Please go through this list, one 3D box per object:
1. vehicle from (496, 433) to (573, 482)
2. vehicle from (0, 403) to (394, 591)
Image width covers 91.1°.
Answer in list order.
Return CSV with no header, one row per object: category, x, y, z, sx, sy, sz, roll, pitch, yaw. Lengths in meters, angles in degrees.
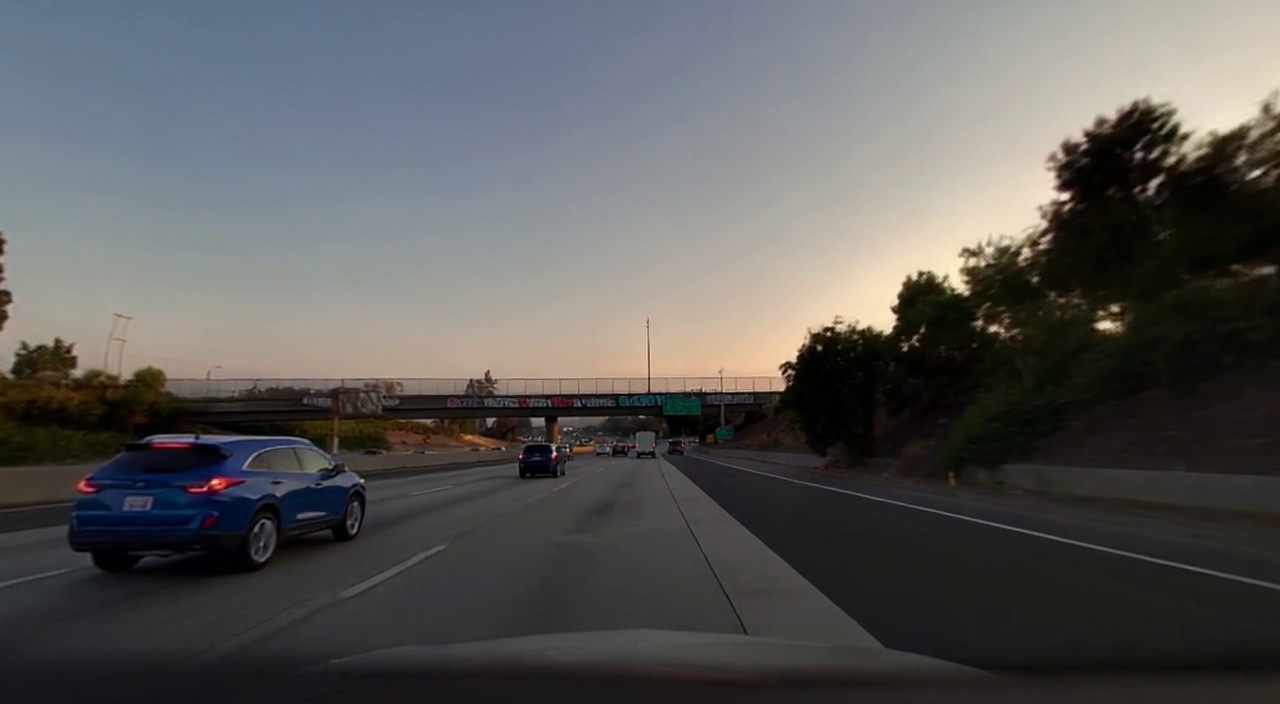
vehicle,-4.021,4.112,24.669,2.154,1.693,4.394,1,-9,1
vehicle,-4.801,1.587,7.629,1.969,1.633,3.962,1,-9,0
